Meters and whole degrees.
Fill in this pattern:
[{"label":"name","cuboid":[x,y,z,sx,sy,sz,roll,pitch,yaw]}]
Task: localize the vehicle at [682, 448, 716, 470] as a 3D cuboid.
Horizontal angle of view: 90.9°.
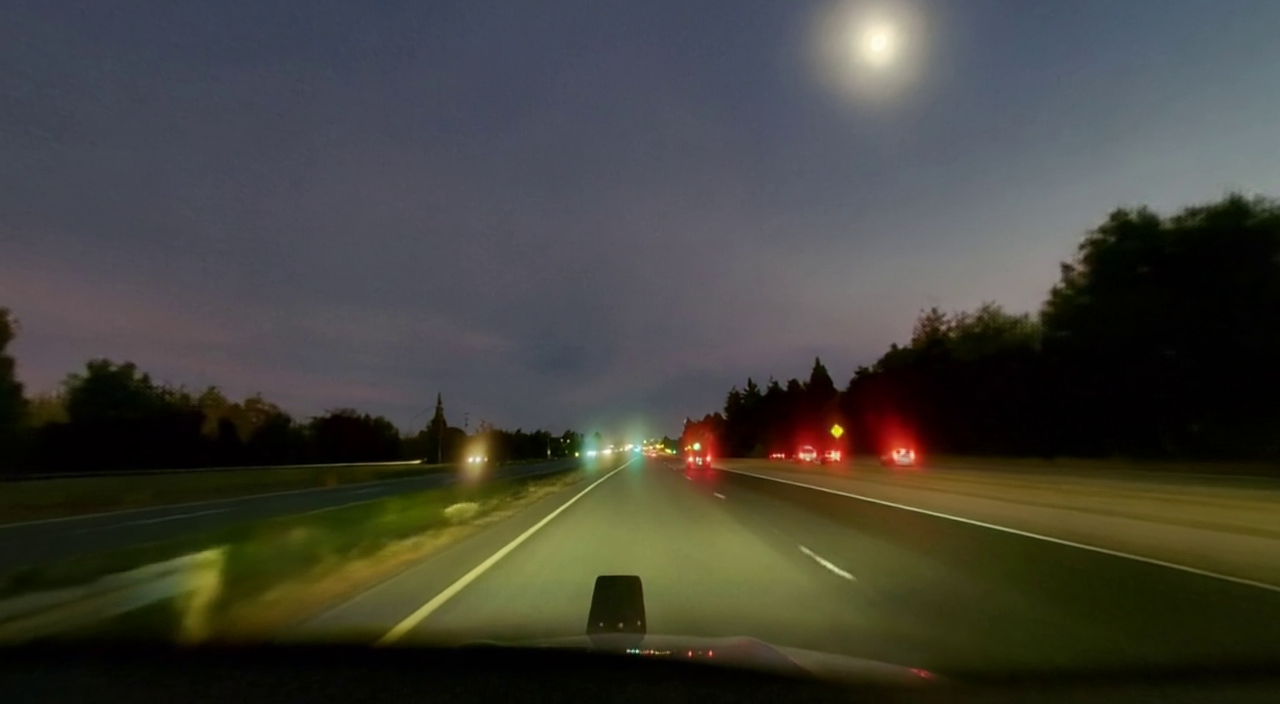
[{"label":"vehicle","cuboid":[4.231,7.755,45.801,1.984,1.481,4.376,0,-9,0]}]
